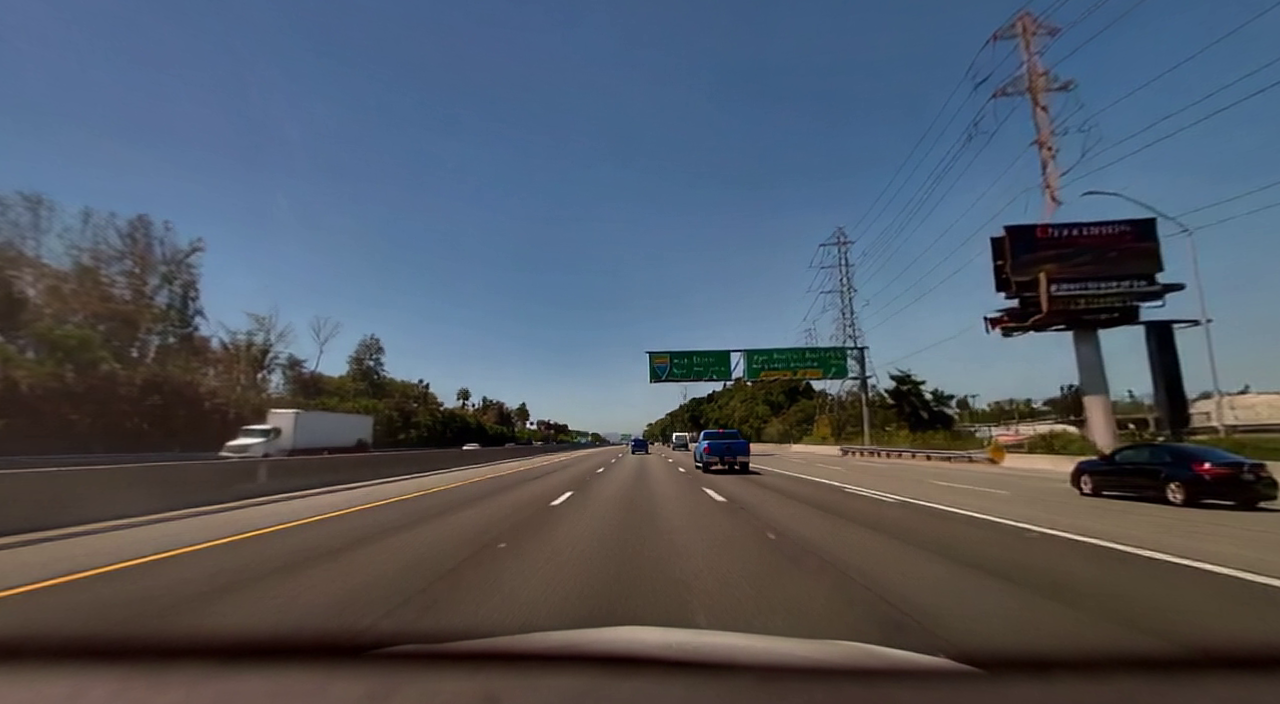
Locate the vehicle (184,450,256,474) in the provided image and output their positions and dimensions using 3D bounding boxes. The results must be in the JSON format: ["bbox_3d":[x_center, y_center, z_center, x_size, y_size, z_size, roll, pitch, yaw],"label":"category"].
[{"bbox_3d":[-28.502,7.438,42.839,1.947,1.483,4.263,0,-8,0],"label":"vehicle"}]

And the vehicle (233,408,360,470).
[{"bbox_3d":[-24.635,6.434,46.238,2.978,4.010,11.230,0,-8,0],"label":"vehicle"}]

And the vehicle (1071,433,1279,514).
[{"bbox_3d":[12.128,2.563,13.840,2.076,1.470,4.644,0,-8,1],"label":"vehicle"}]
